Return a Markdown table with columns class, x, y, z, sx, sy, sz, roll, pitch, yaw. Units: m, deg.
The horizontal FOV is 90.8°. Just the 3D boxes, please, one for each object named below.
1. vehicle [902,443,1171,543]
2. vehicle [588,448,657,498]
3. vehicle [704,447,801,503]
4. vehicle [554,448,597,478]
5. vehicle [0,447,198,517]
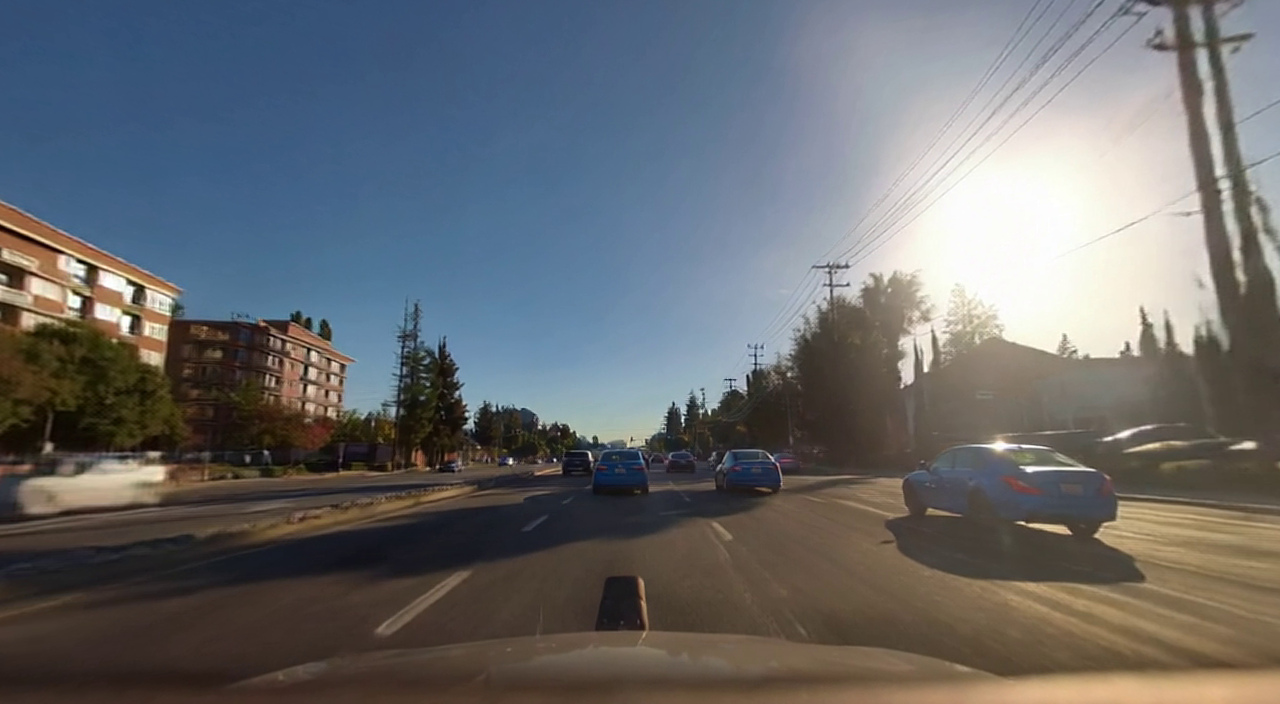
| class | x | y | z | sx | sy | sz | roll | pitch | yaw |
| --- | --- | --- | --- | --- | --- | --- | --- | --- | --- |
| vehicle | 6.818 | 2.424 | 11.620 | 2.004 | 1.455 | 4.417 | 0 | -8 | -1 |
| vehicle | -0.545 | 3.989 | 21.276 | 2.065 | 1.464 | 4.216 | 0 | -8 | -1 |
| vehicle | 3.311 | 3.715 | 19.551 | 2.053 | 1.490 | 4.464 | 0 | -8 | -2 |
| vehicle | -3.774 | 6.601 | 37.867 | 2.073 | 1.606 | 4.364 | 0 | -8 | 1 |
| vehicle | -15.769 | 3.687 | 18.637 | 2.035 | 1.762 | 4.753 | 0 | -8 | -1 |
